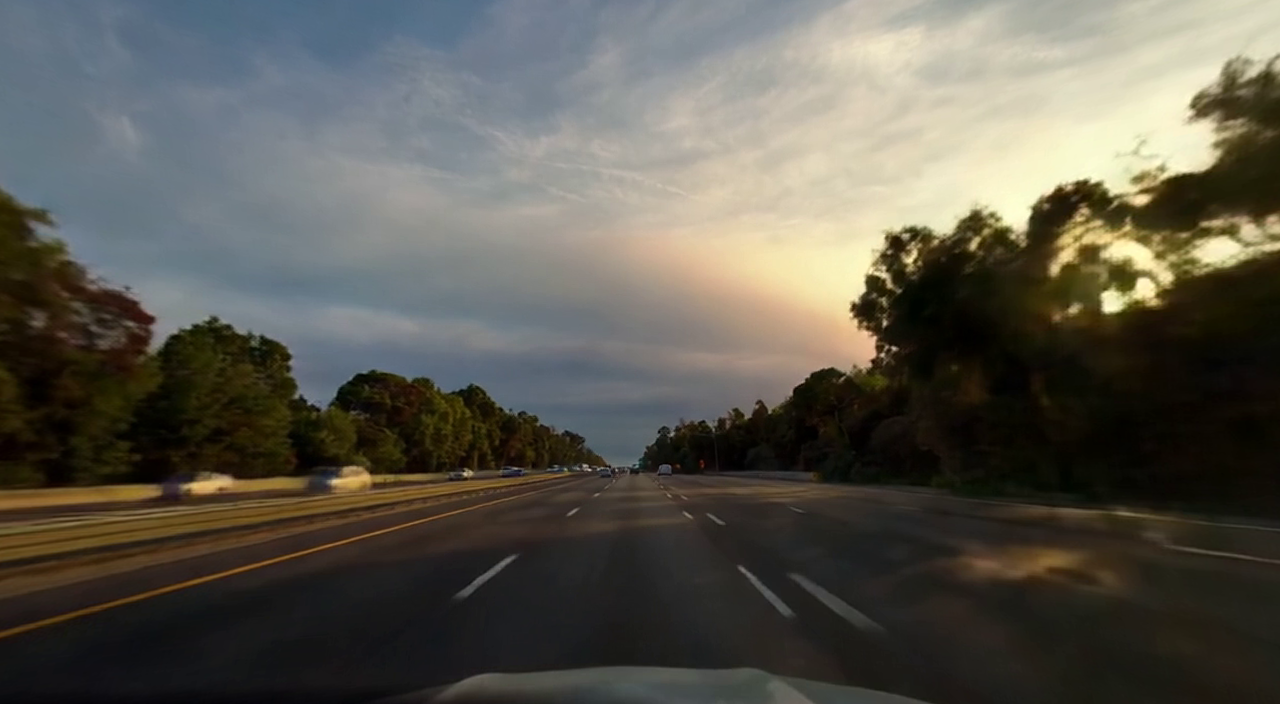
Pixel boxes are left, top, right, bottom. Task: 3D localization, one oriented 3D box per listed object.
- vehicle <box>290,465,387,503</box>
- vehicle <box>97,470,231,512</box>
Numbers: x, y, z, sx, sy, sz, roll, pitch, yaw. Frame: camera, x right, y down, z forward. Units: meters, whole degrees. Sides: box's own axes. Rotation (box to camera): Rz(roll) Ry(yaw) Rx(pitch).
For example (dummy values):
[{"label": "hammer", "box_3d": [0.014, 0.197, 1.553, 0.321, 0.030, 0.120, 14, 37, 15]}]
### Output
[{"label": "vehicle", "box_3d": [-12.763, 5.599, 26.923, 2.097, 1.465, 4.067, 1, -10, 0]}, {"label": "vehicle", "box_3d": [-19.058, 5.580, 25.486, 1.876, 1.475, 4.583, 1, -10, -1]}]
